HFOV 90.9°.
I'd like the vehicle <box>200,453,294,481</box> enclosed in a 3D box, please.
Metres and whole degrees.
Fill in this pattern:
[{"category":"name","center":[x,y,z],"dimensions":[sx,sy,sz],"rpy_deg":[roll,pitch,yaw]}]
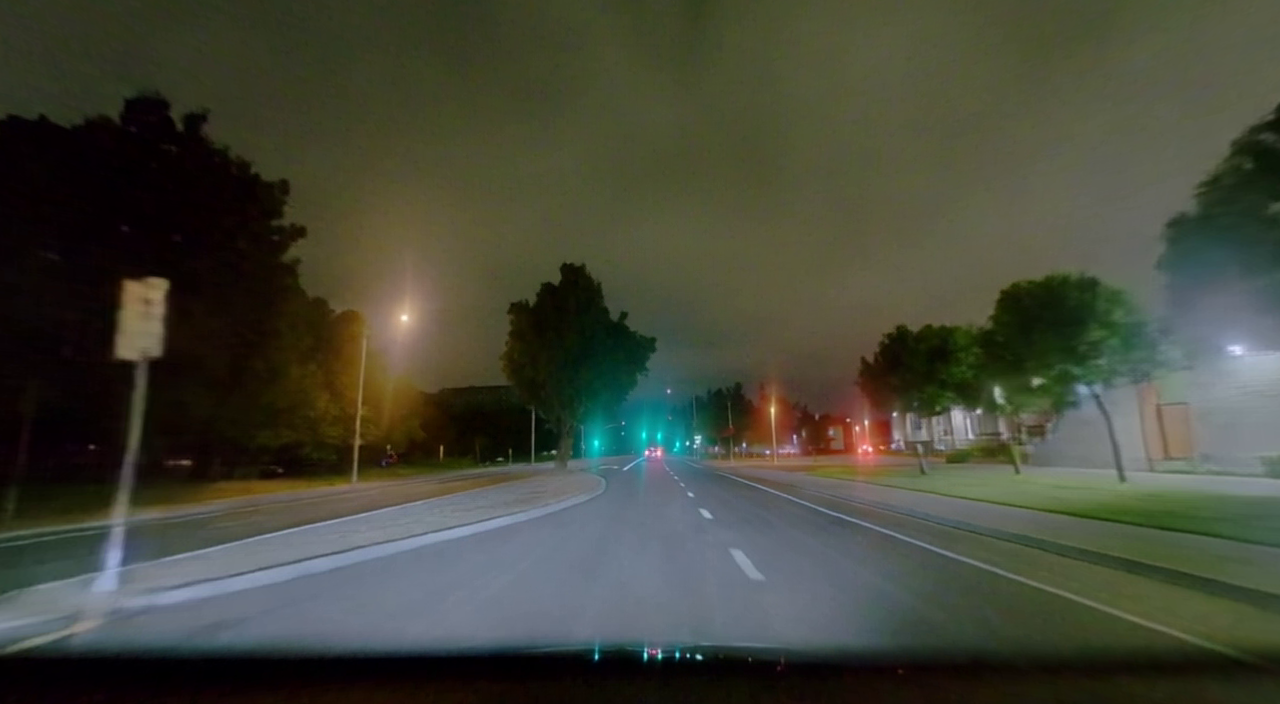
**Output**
[{"category":"vehicle","center":[-22.676,6.638,36.456],"dimensions":[4.140,1.556,1.995],"rpy_deg":[-1,-8,2]}]

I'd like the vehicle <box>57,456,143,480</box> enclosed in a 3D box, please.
[{"category":"vehicle","center":[-35.889,7.692,42.038],"dimensions":[1.788,1.470,4.439],"rpy_deg":[0,-8,0]}]

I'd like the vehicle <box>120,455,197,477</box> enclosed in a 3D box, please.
[{"category":"vehicle","center":[-37.130,8.802,48.660],"dimensions":[4.378,1.604,1.989],"rpy_deg":[-1,-9,5]}]
